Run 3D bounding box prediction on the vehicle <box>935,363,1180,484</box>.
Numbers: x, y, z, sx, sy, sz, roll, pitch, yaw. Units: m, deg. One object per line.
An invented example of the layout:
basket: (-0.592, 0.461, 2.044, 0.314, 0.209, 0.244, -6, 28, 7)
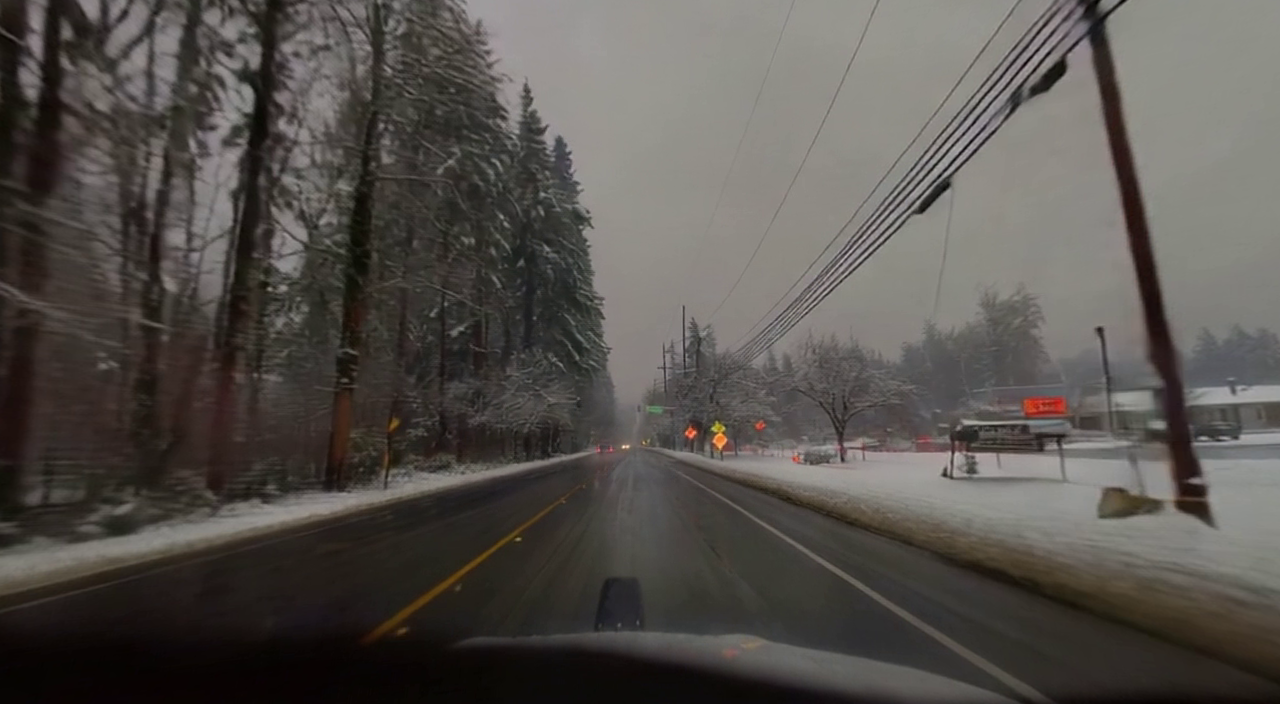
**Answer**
vehicle: (14.749, 2.816, 23.746, 2.889, 3.610, 9.347, -1, -8, 1)
